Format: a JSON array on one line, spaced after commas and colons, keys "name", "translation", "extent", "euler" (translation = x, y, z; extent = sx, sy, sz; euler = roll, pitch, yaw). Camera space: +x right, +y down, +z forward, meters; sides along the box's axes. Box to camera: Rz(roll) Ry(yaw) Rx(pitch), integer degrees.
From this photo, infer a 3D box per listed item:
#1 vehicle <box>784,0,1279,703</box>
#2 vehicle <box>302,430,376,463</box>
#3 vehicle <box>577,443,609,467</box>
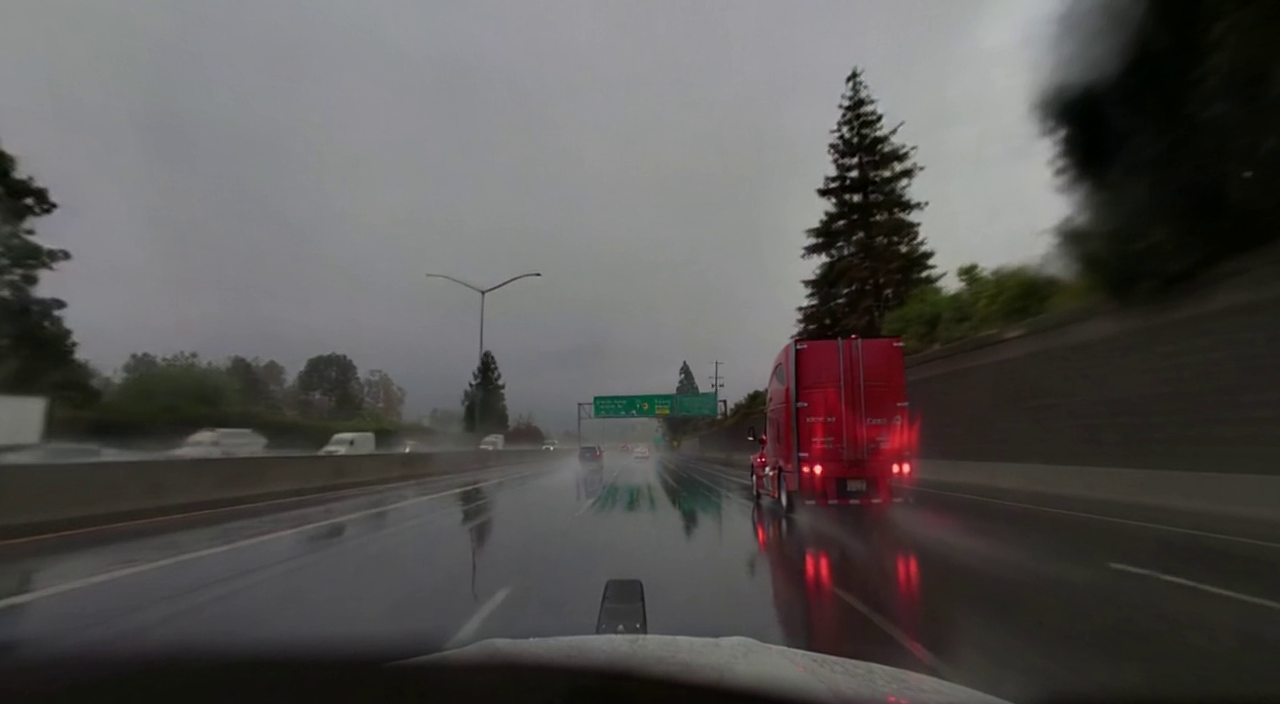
[{"name": "vehicle", "translation": [3.890, -0.243, 2.732], "extent": [2.899, 4.078, 16.430], "euler": [0, -8, 1]}, {"name": "vehicle", "translation": [-21.301, 6.721, 44.859], "extent": [2.350, 2.196, 5.689], "euler": [0, -9, 1]}, {"name": "vehicle", "translation": [-3.526, 7.826, 47.999], "extent": [2.000, 1.658, 4.155], "euler": [0, -9, 1]}]
